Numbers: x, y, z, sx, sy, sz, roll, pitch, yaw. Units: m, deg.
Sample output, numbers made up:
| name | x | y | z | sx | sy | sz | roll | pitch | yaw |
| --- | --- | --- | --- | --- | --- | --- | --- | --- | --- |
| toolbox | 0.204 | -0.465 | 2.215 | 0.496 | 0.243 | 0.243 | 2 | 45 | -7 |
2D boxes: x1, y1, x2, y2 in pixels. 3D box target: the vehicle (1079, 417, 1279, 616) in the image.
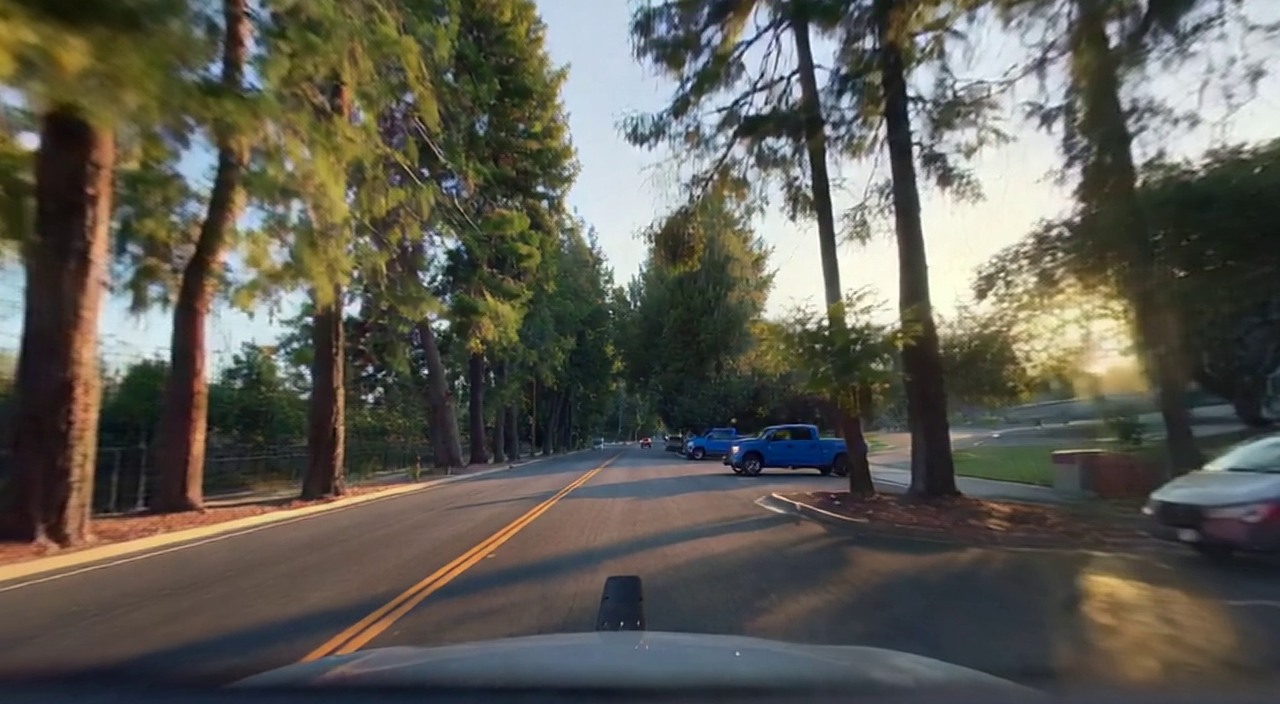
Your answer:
| name | x | y | z | sx | sy | sz | roll | pitch | yaw |
| --- | --- | --- | --- | --- | --- | --- | --- | --- | --- |
| vehicle | 7.093 | 1.491 | 6.280 | 3.937 | 1.597 | 2.004 | 0 | -8 | -2 |

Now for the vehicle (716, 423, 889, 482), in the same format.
| name | x | y | z | sx | sy | sz | roll | pitch | yaw |
| --- | --- | --- | --- | --- | --- | --- | --- | --- | --- |
| vehicle | 5.946 | 3.775 | 23.842 | 5.797 | 2.070 | 2.502 | 0 | -8 | -1 |
